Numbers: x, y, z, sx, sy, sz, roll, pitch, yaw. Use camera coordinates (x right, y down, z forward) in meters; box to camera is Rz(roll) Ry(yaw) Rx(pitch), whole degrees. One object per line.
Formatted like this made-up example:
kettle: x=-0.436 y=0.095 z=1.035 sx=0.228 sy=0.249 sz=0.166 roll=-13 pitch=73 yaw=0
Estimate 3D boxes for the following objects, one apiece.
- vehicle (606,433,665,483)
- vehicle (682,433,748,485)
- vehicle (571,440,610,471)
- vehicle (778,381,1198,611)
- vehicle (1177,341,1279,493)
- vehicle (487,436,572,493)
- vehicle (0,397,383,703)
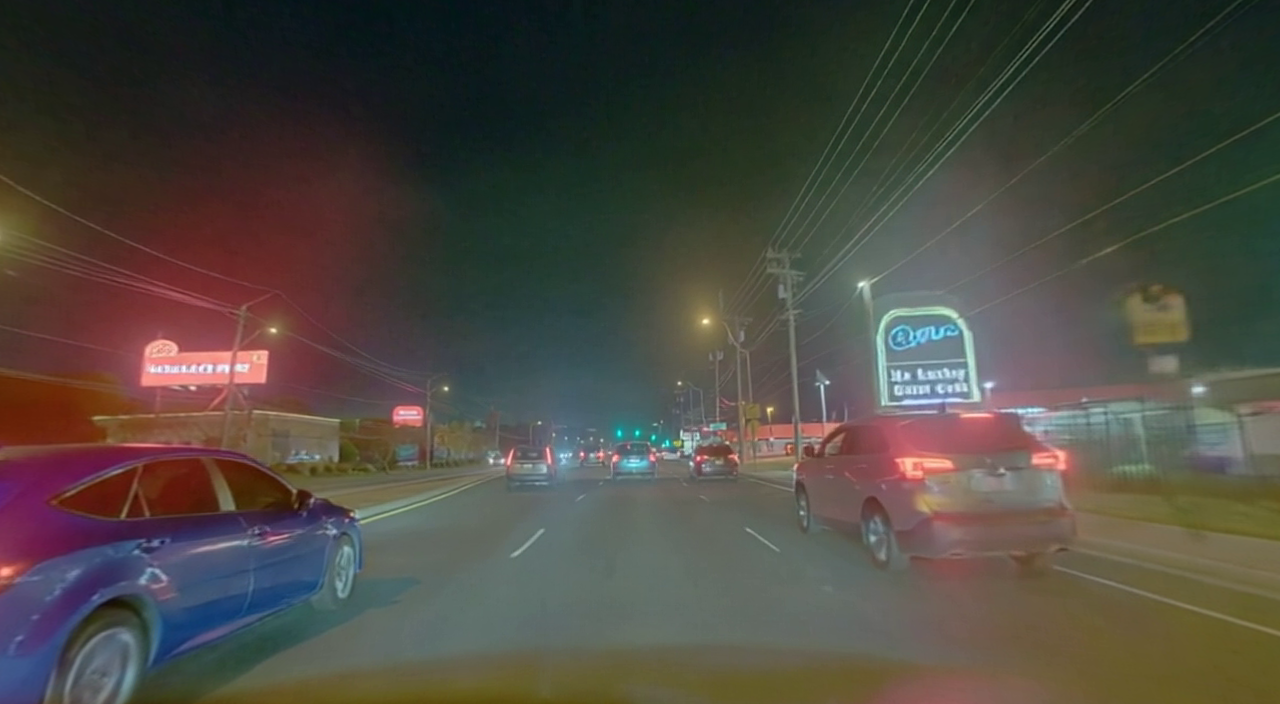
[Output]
vehicle: x=-0.232 y=4.490 z=27.059 sx=2.326 sy=1.925 sz=4.253 roll=0 pitch=-8 yaw=-1
vehicle: x=2.919 y=4.276 z=25.534 sx=2.026 sy=1.904 sz=4.102 roll=0 pitch=-8 yaw=-1
vehicle: x=-3.492 y=7.410 z=45.525 sx=2.405 sy=2.009 sz=5.909 roll=0 pitch=-8 yaw=-1
vehicle: x=3.429 y=1.548 z=7.771 sx=2.282 sy=1.897 sz=4.915 roll=0 pitch=-8 yaw=-1
vehicle: x=12.579 y=1.062 z=10.594 sx=2.477 sy=2.665 sz=5.203 roll=0 pitch=-8 yaw=1
vehicle: x=-3.493 y=3.635 z=20.717 sx=2.051 sy=1.671 sz=3.861 roll=0 pitch=-8 yaw=0
vehicle: x=-3.232 y=1.061 z=3.175 sx=2.022 sy=1.498 sz=4.471 roll=0 pitch=-8 yaw=-1
